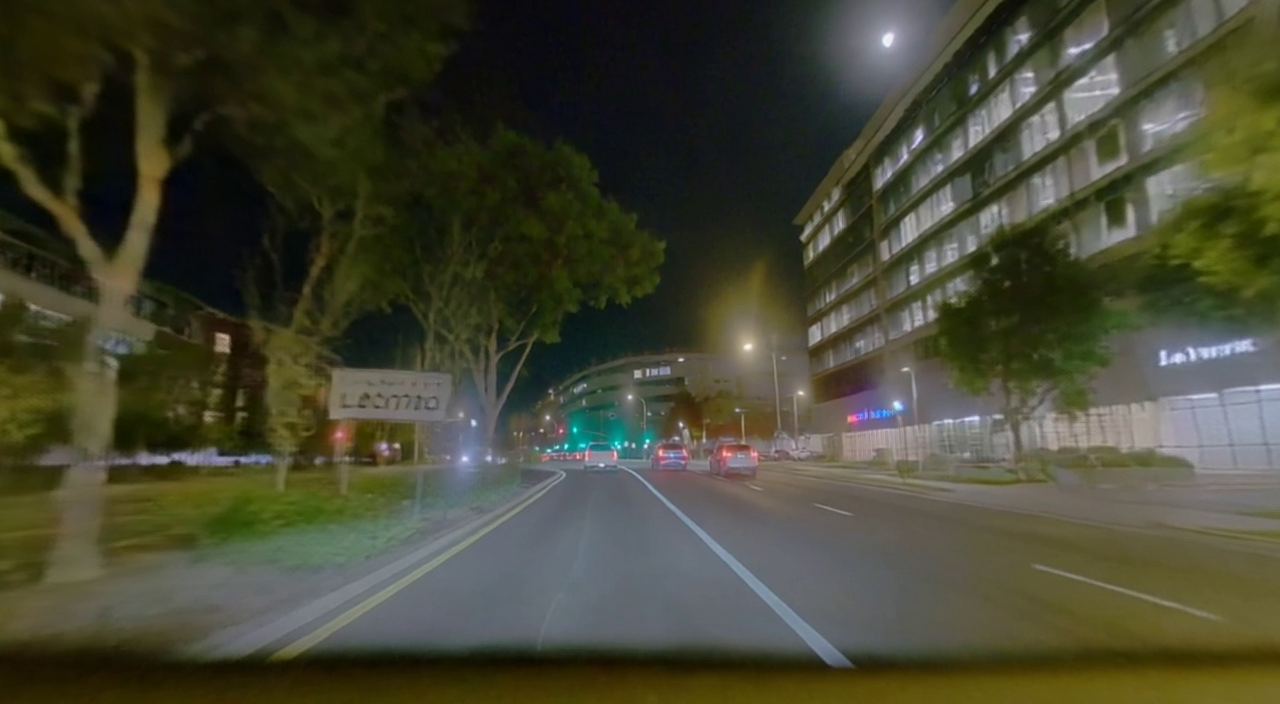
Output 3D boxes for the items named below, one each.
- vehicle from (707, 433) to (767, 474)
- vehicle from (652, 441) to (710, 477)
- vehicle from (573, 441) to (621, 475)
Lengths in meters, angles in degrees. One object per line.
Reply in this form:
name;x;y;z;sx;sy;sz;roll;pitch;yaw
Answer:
vehicle;5.066;5.434;33.841;2.052;1.990;4.736;0;-9;-5
vehicle;1.759;4.836;28.728;1.993;1.477;4.240;0;-9;-5
vehicle;-2.037;4.952;29.679;2.101;1.444;4.248;0;-9;-4
